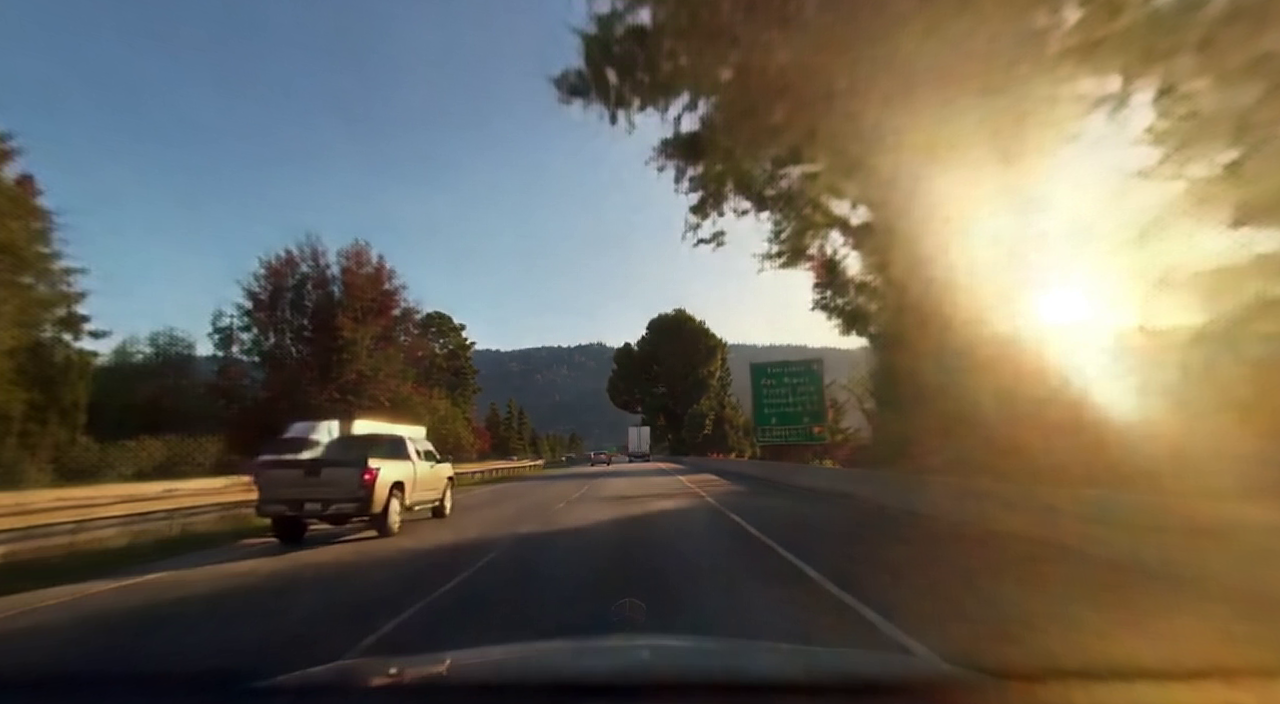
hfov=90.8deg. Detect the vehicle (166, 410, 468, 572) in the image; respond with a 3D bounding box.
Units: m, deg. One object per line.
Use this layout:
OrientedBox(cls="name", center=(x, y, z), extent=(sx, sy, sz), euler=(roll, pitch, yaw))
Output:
OrientedBox(cls="vehicle", center=(-4.370, 1.966, 9.661), extent=(2.079, 1.845, 4.654), euler=(0, -9, 1))
